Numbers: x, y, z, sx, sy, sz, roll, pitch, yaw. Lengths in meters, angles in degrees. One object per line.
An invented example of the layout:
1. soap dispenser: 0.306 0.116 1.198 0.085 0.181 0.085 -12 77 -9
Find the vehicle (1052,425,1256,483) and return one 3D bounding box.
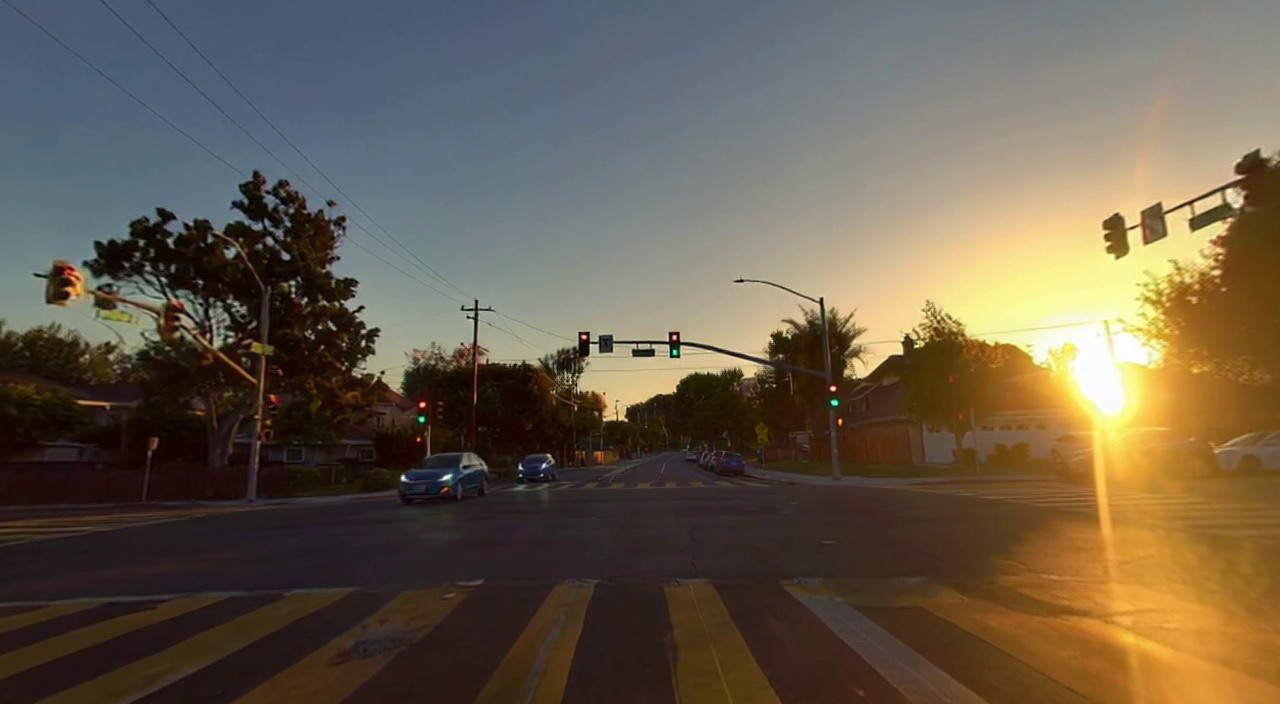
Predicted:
1. vehicle: 15.990 3.201 19.893 4.452 1.711 2.186 0 -8 1

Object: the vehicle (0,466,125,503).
1. vehicle: -30.145 6.847 32.962 2.106 1.586 5.009 -1 -8 5

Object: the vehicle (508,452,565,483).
1. vehicle: -6.038 6.800 37.487 2.270 1.605 4.958 -1 -8 3

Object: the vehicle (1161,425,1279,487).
1. vehicle: 16.926 2.743 16.781 4.345 1.517 1.913 0 -8 2

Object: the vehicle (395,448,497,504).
1. vehicle: -6.494 4.166 21.695 1.982 1.686 4.195 -1 -8 3

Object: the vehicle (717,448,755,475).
1. vehicle: 6.156 7.072 40.932 1.891 1.611 4.269 0 -8 1
